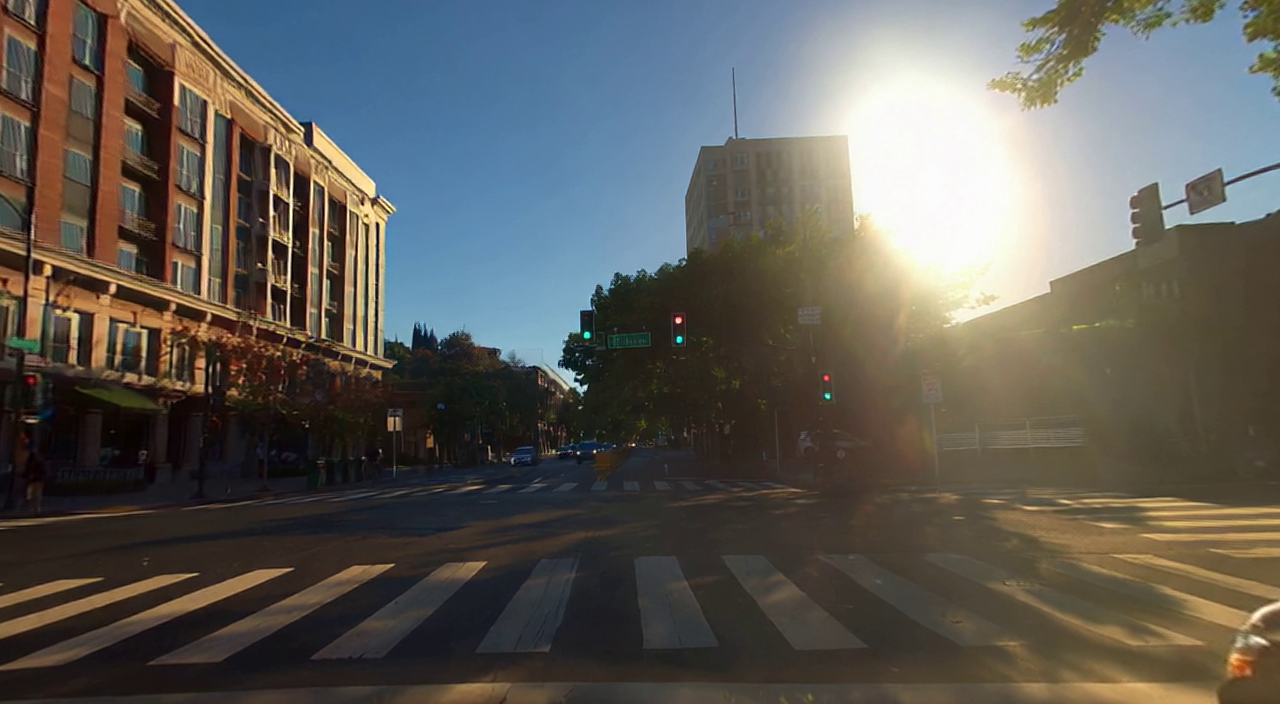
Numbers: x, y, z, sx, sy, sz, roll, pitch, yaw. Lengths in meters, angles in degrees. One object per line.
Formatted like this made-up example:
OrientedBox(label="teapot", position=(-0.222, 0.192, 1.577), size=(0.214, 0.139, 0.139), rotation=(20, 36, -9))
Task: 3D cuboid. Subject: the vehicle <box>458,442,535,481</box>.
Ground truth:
OrientedBox(label="vehicle", position=(-5.883, 4.544, 26.482), size=(2.127, 1.473, 4.428), rotation=(0, -8, 1))
